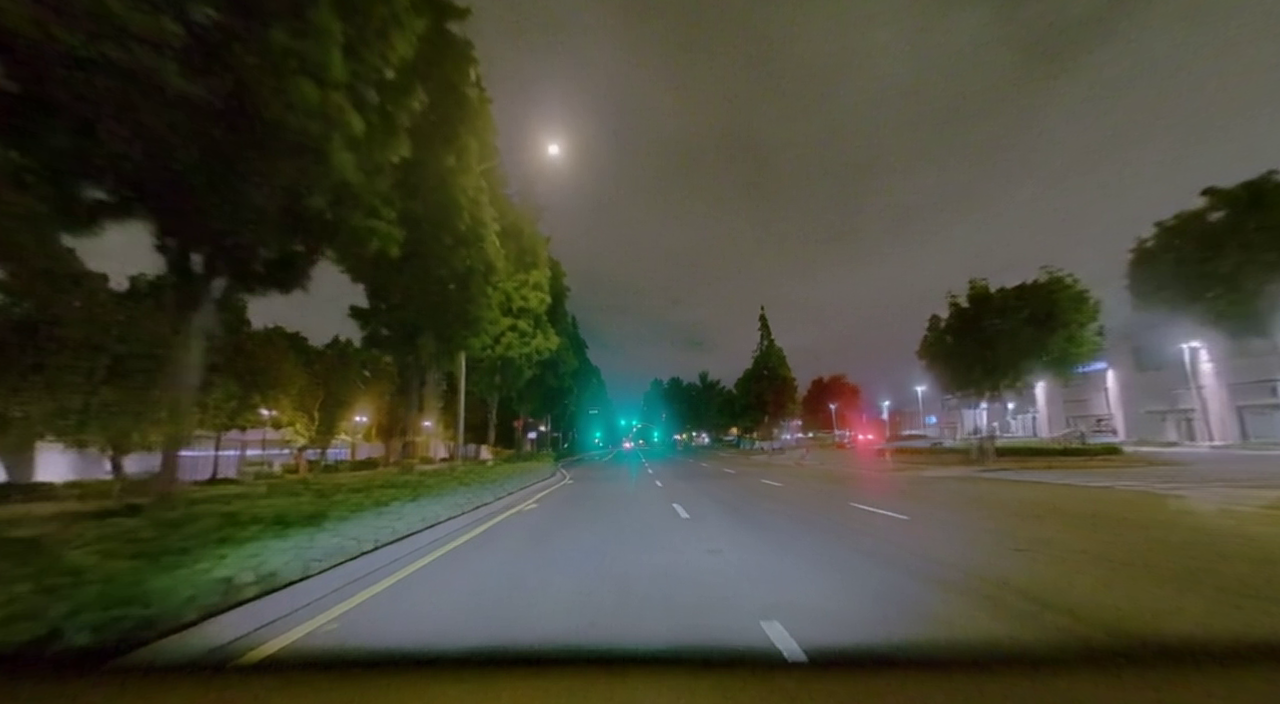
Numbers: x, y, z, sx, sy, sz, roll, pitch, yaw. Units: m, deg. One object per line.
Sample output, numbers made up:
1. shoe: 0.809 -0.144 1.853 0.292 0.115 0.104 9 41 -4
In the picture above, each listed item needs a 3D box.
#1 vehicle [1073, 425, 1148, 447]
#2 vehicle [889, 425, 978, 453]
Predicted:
1. vehicle: 32.165 5.799 43.354 1.716 1.424 4.210 0 -9 -3
2. vehicle: 18.753 5.588 40.471 4.688 1.658 1.950 0 -9 -1
